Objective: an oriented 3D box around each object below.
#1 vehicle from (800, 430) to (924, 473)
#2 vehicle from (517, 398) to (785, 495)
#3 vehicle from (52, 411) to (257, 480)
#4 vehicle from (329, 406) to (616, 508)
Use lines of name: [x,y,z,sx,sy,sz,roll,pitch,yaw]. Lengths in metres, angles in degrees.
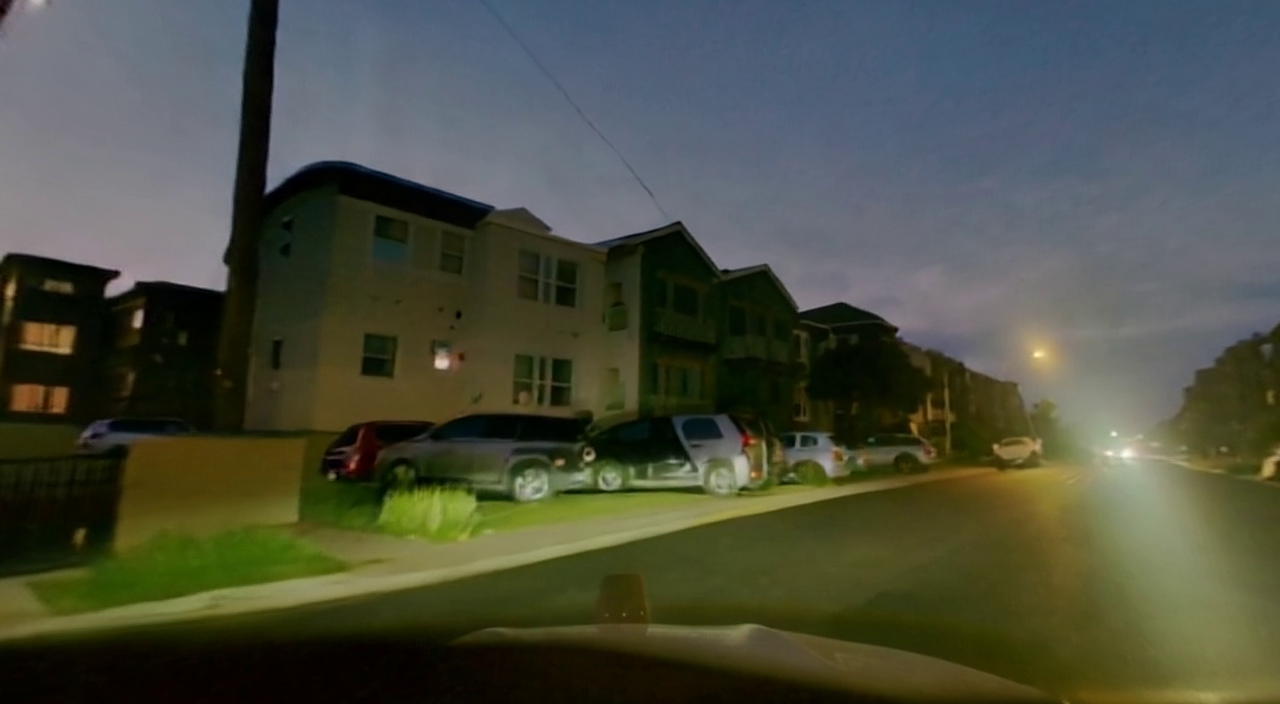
vehicle: [9.124,4.109,26.224,4.450,1.707,1.902,0,-8,1]
vehicle: [0.238,2.095,14.175,5.514,1.976,2.153,0,-8,2]
vehicle: [-15.656,3.000,20.380,5.778,1.875,2.152,0,-10,19]
vehicle: [-2.871,1.882,11.538,4.648,1.659,1.897,-1,-8,5]
